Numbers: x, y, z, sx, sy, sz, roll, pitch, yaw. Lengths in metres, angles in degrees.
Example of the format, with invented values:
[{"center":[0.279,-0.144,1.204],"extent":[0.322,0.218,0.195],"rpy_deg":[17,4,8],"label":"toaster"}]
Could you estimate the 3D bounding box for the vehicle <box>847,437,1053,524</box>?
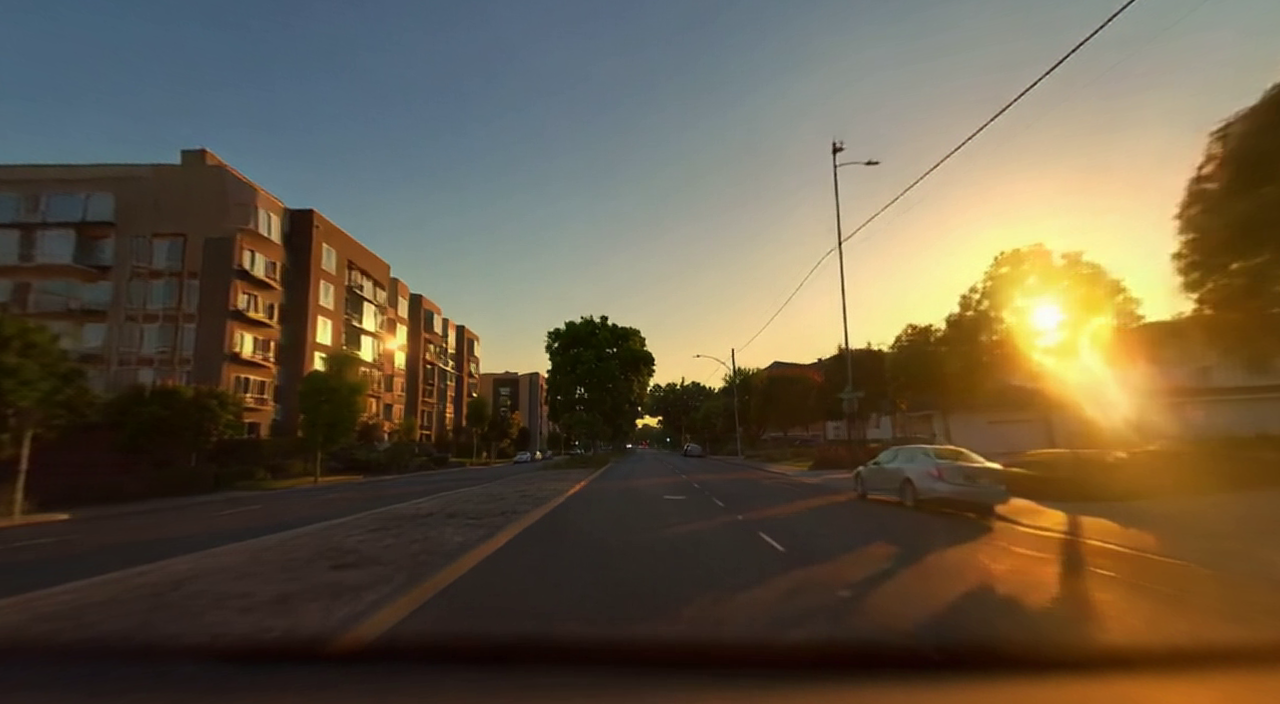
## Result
[{"center":[6.334,2.650,13.669],"extent":[1.948,1.526,4.518],"rpy_deg":[0,-9,-3],"label":"vehicle"}]
